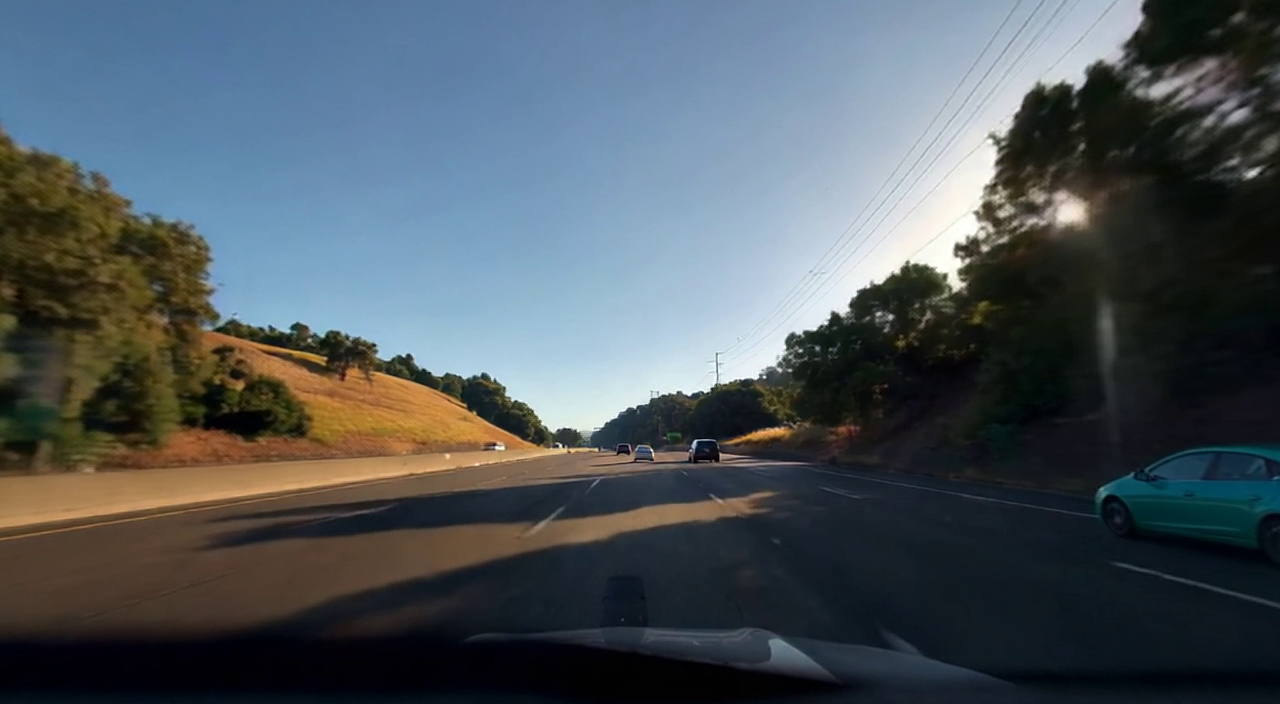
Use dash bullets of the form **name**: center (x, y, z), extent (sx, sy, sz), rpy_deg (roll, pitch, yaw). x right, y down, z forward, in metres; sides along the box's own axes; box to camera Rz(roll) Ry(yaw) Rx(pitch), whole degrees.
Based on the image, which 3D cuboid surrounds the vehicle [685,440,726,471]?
- **vehicle**: center (4.007, 6.450, 39.327), extent (2.159, 1.782, 4.673), rpy_deg (0, -8, 2)

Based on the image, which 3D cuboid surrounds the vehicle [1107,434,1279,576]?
- **vehicle**: center (8.032, 1.708, 7.022), extent (1.970, 1.545, 4.818), rpy_deg (1, -8, 0)
